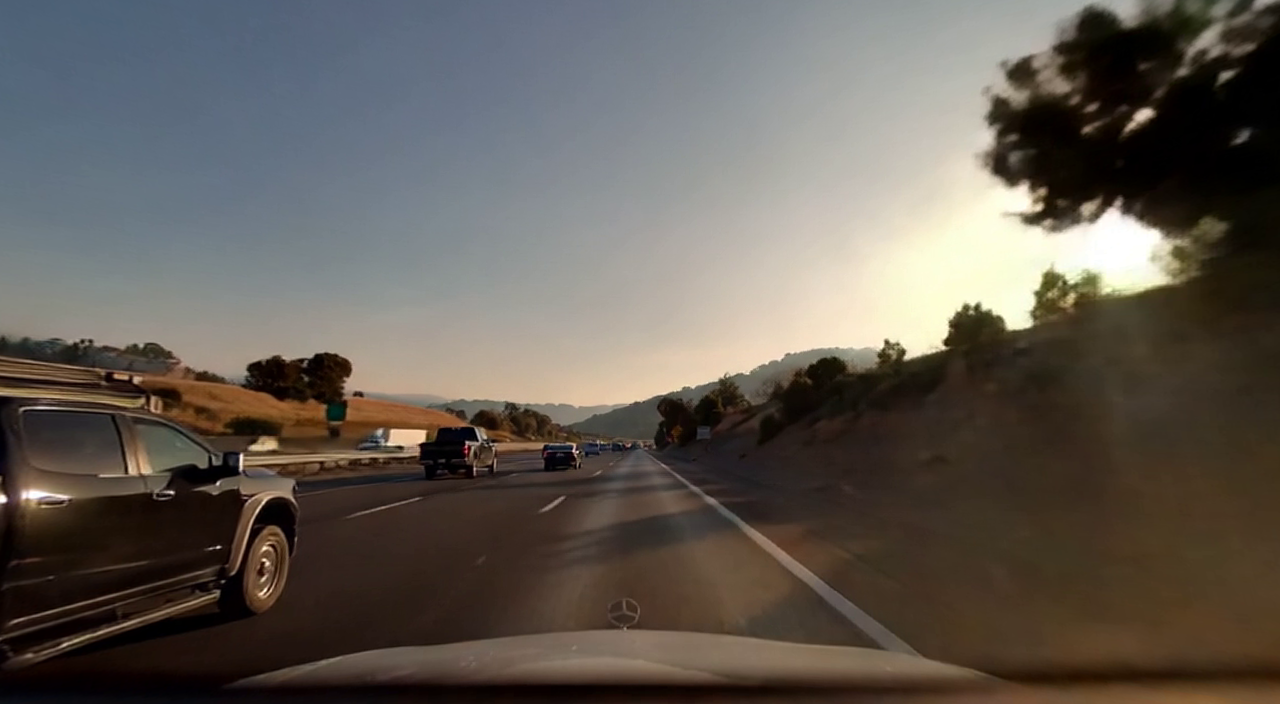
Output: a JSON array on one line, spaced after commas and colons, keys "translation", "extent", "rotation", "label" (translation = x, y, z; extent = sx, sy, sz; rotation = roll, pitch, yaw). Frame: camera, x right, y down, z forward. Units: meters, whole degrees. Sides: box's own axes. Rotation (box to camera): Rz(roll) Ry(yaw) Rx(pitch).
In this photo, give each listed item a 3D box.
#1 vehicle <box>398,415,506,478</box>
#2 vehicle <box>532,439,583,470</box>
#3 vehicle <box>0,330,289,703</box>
[{"translation": [-7.532, 3.906, 26.087], "extent": [2.594, 2.254, 6.028], "rotation": [0, -9, 0], "label": "vehicle"}, {"translation": [-4.224, 5.339, 32.882], "extent": [2.012, 1.509, 4.359], "rotation": [0, -9, 1], "label": "vehicle"}, {"translation": [-4.043, 0.772, 2.610], "extent": [2.200, 1.807, 5.041], "rotation": [0, -9, 1], "label": "vehicle"}]
